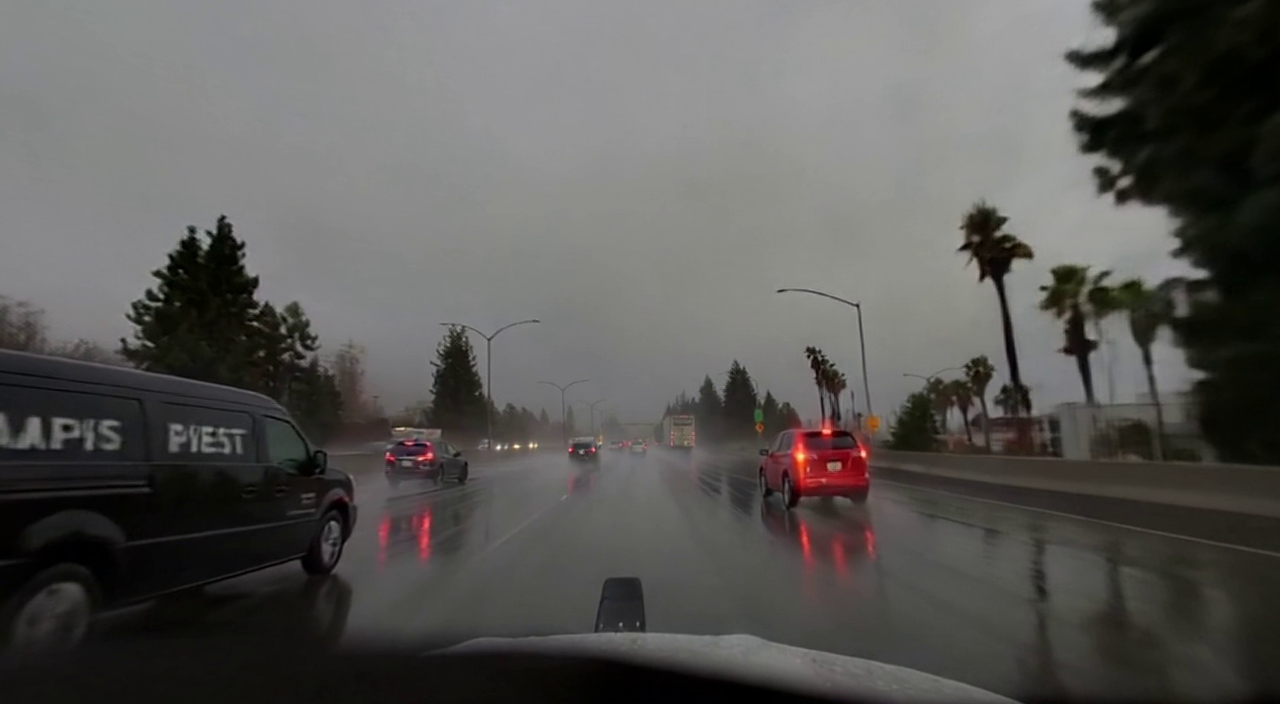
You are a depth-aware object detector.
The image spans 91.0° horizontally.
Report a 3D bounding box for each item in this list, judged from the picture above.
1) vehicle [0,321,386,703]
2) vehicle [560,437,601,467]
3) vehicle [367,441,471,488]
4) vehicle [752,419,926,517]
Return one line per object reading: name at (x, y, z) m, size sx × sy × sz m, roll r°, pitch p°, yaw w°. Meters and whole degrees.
vehicle at (-4.036, 1.044, 4.489) m, size 2.215 × 1.859 × 5.375 m, roll 0°, pitch -9°, yaw 0°
vehicle at (-3.578, 6.117, 38.569) m, size 2.017 × 1.683 × 4.094 m, roll 0°, pitch -9°, yaw 1°
vehicle at (-7.593, 3.897, 22.139) m, size 2.050 × 1.487 × 4.372 m, roll 0°, pitch -9°, yaw 0°
vehicle at (3.842, 2.340, 13.184) m, size 2.124 × 1.674 × 4.494 m, roll 0°, pitch -9°, yaw 0°
